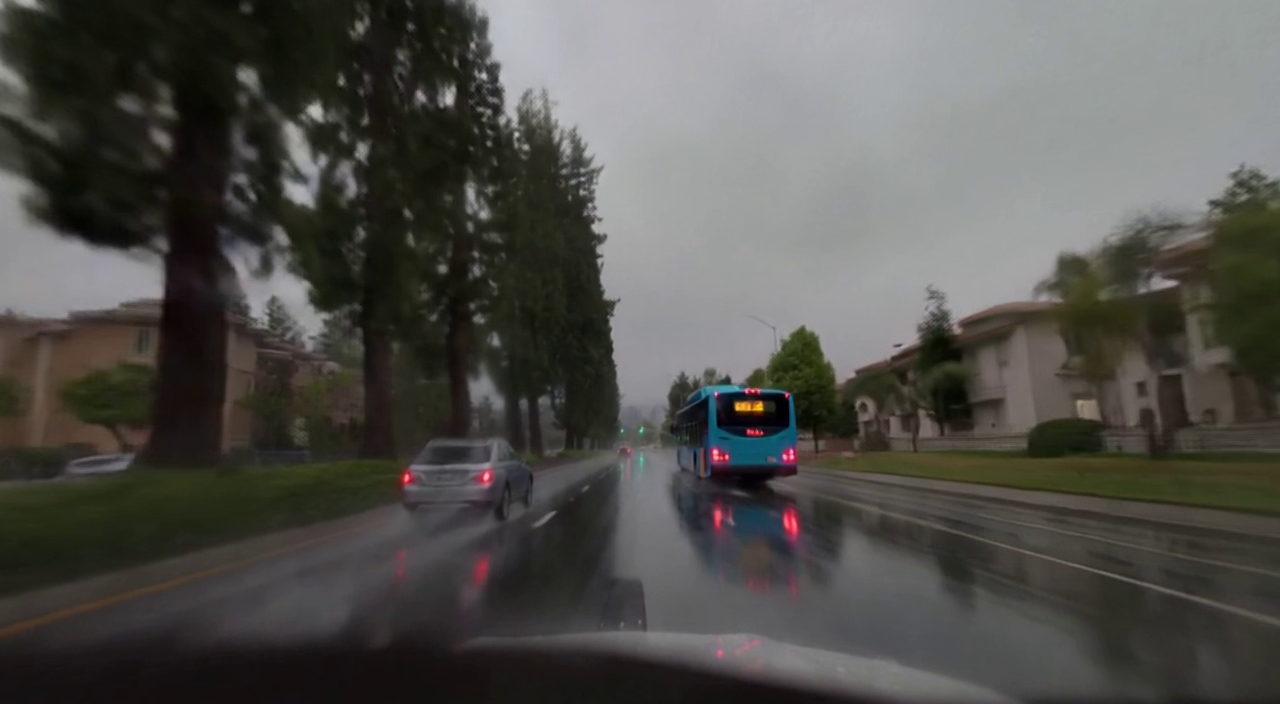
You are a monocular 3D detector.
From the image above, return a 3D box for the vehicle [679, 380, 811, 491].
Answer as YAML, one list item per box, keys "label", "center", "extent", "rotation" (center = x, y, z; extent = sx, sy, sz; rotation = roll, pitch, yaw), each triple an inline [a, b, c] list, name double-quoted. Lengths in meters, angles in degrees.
- label: "vehicle"
  center: [3.501, 3.410, 25.073]
  extent: [3.072, 3.278, 12.747]
  rotation: [0, -8, 0]

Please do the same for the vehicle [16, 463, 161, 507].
- label: "vehicle"
  center: [-22.110, 5.326, 25.453]
  extent: [1.812, 1.476, 4.383]
  rotation: [0, -8, 2]

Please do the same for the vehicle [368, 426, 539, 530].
- label: "vehicle"
  center: [-3.559, 2.479, 13.003]
  extent: [2.111, 1.767, 4.333]
  rotation: [0, -8, 1]
